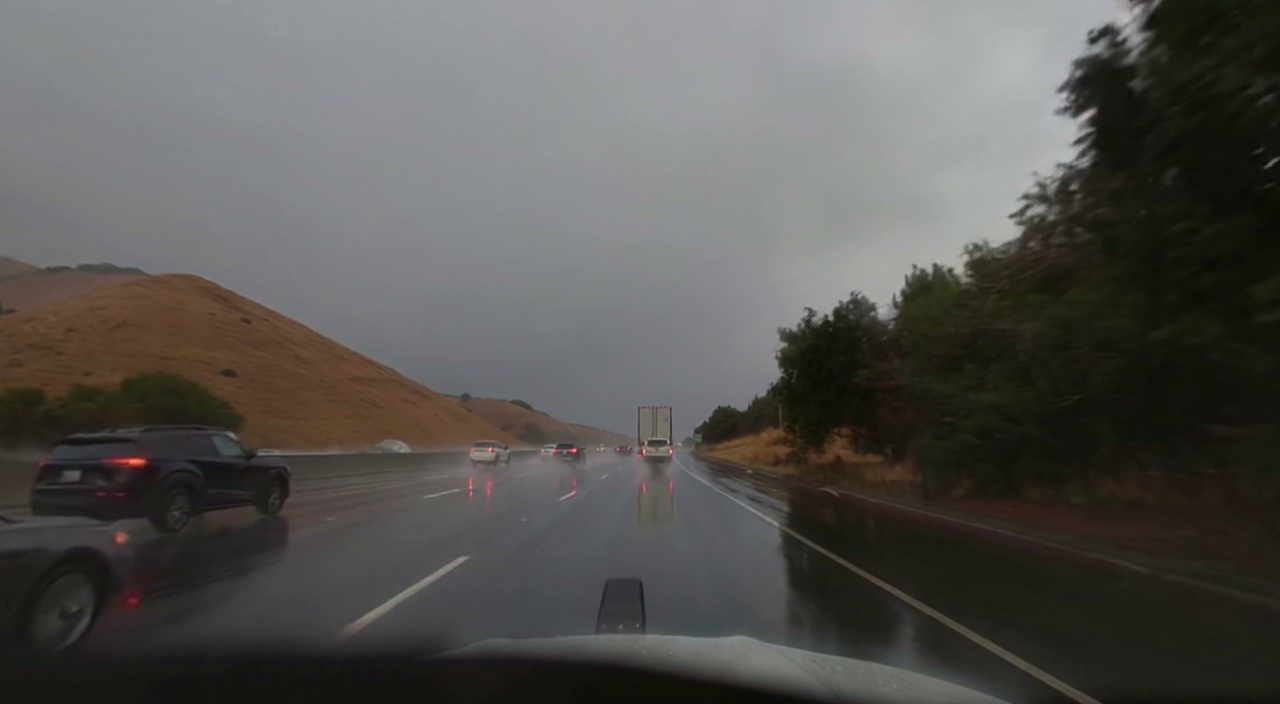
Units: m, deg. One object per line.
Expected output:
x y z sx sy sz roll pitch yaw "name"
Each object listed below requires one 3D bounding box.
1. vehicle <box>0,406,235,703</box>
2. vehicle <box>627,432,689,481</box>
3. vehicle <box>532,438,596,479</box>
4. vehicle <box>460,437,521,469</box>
-3.870 0.863 2.121 1.943 1.468 4.547 1 -9 0 "vehicle"
0.711 4.238 25.720 2.281 1.795 4.297 1 -9 1 "vehicle"
-3.336 4.777 28.479 2.155 1.661 4.477 0 -9 2 "vehicle"
-10.251 6.971 43.791 2.421 2.025 6.236 0 -9 2 "vehicle"
